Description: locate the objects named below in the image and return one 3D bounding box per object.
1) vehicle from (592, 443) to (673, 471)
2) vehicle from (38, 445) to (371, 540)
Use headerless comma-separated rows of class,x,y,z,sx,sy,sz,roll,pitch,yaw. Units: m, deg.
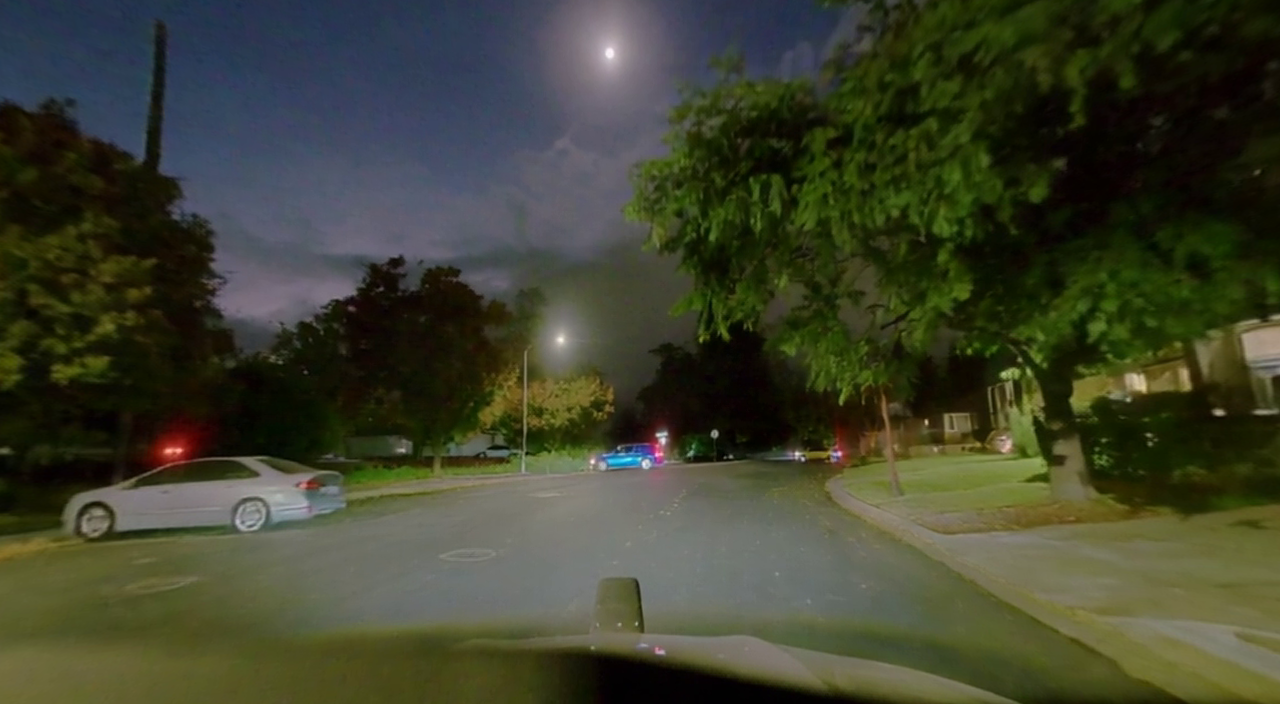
vehicle,-0.439,6.450,39.023,4.692,1.660,1.879,-2,-9,15
vehicle,-7.568,2.427,11.309,4.653,1.480,1.871,-1,-8,4
